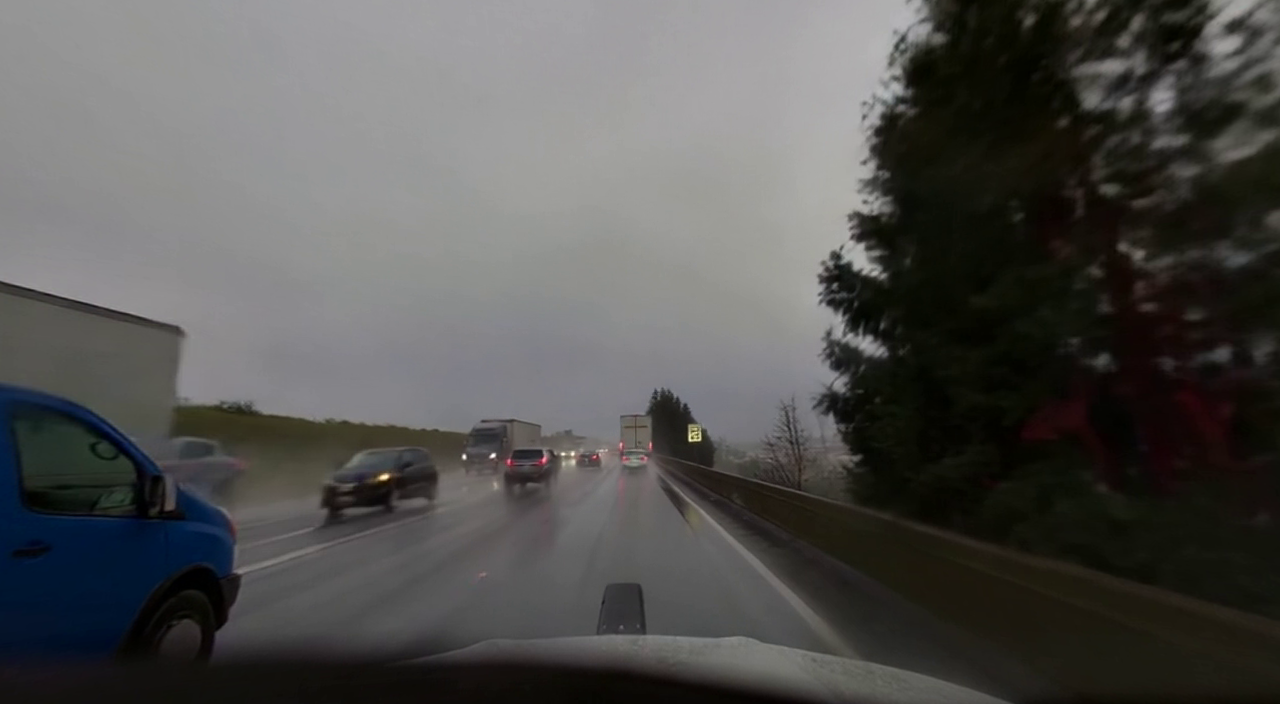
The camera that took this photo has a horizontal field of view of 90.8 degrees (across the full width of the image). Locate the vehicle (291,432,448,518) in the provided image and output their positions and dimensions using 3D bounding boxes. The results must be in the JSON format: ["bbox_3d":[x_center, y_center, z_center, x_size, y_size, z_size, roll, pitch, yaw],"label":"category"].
[{"bbox_3d":[-6.689,3.070,16.307,1.982,1.872,4.578,0,-9,0],"label":"vehicle"}]

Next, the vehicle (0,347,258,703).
[{"bbox_3d":[-3.176,0.692,1.126,2.117,1.688,4.582,0,-9,0],"label":"vehicle"}]

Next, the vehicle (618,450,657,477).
[{"bbox_3d":[-0.150,6.188,35.258,2.095,1.393,3.908,0,-9,0],"label":"vehicle"}]

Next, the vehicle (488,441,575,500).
[{"bbox_3d":[-3.228,3.610,19.565,1.937,1.600,4.141,0,-9,0],"label":"vehicle"}]

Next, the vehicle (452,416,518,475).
[{"bbox_3d":[-10.115,6.204,41.902,2.922,3.600,6.110,0,-9,-1],"label":"vehicle"}]
